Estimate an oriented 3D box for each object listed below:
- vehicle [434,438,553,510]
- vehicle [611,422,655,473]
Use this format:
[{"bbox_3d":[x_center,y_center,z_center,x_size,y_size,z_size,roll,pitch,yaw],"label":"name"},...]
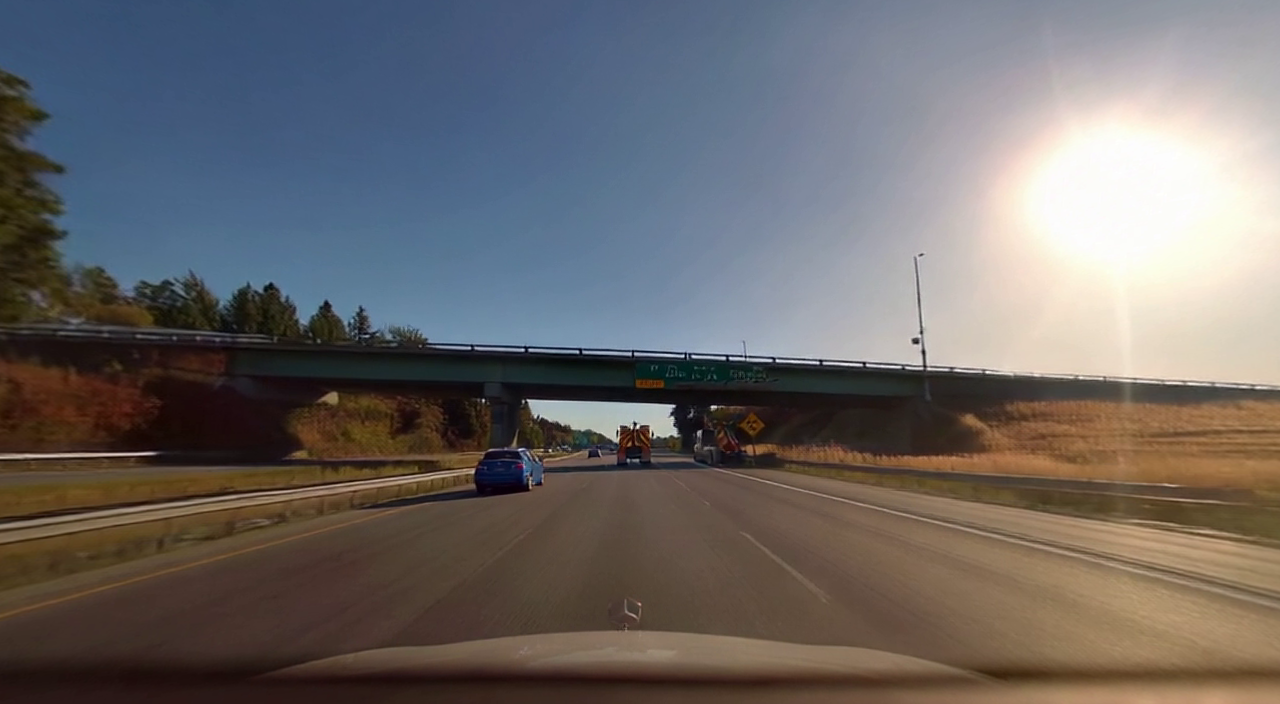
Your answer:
[{"bbox_3d":[-3.665,3.136,16.669,2.088,1.643,4.215,0,-9,1],"label":"vehicle"},{"bbox_3d":[-0.494,6.397,42.244,2.672,3.056,6.900,0,-9,-1],"label":"vehicle"}]
